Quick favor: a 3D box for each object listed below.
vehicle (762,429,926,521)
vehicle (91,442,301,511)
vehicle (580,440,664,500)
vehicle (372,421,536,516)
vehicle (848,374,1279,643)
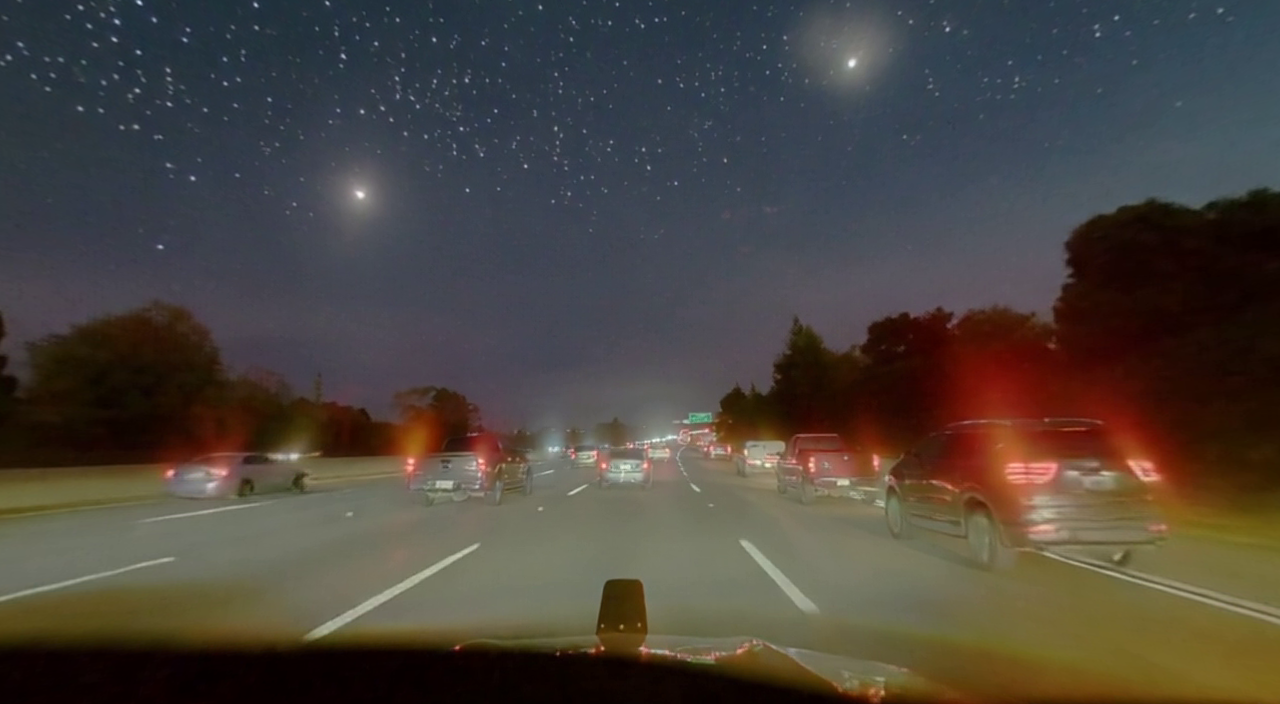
[{"bbox_3d":[3.955,2.458,13.157,1.984,1.567,4.475,0,-8,1],"label":"vehicle"},{"bbox_3d":[-11.108,3.100,16.318,1.907,1.508,4.608,0,-8,3],"label":"vehicle"},{"bbox_3d":[-0.420,3.212,17.589,2.070,1.456,4.029,0,-8,1],"label":"vehicle"},{"bbox_3d":[-4.051,2.669,15.026,2.110,1.811,5.585,0,-8,1],"label":"vehicle"},{"bbox_3d":[3.958,1.378,6.586,2.003,1.778,4.658,0,-8,1],"label":"vehicle"}]
